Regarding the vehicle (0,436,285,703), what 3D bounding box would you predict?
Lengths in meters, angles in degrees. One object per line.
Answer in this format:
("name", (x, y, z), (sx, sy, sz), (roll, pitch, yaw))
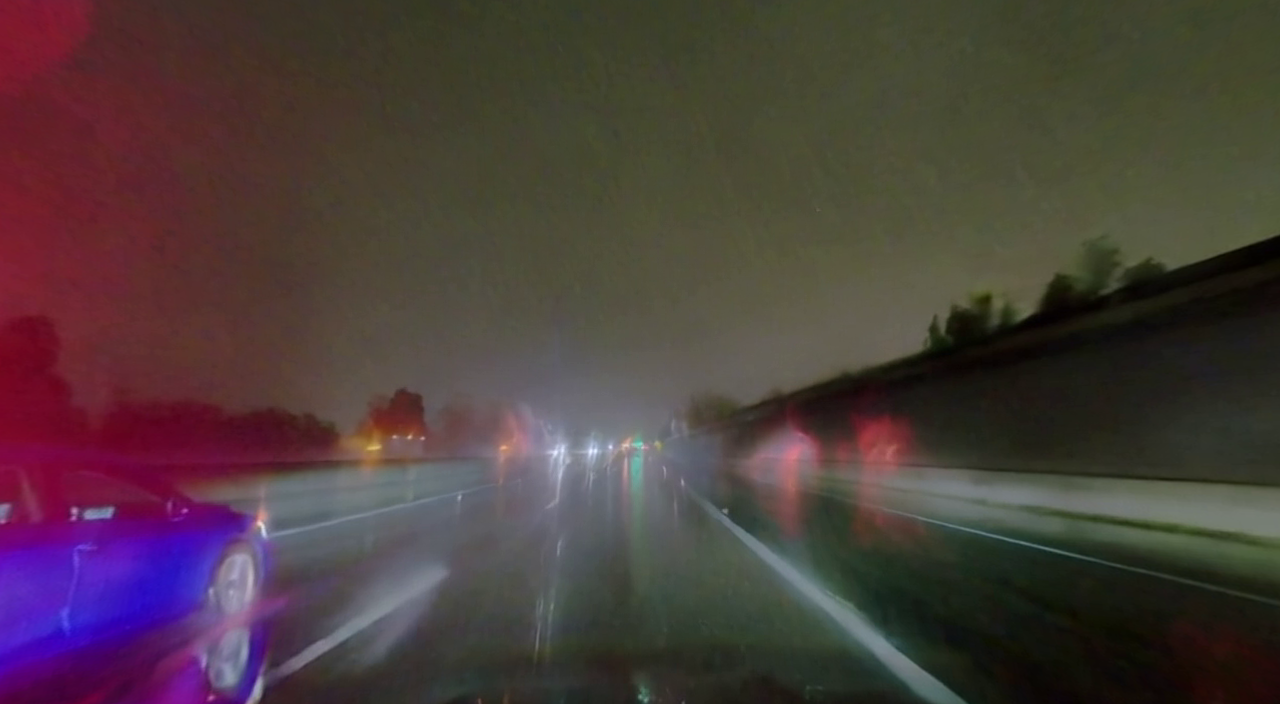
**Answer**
("vehicle", (-3.941, 1.192, 3.273), (1.935, 1.479, 3.787), (0, -9, 1))
